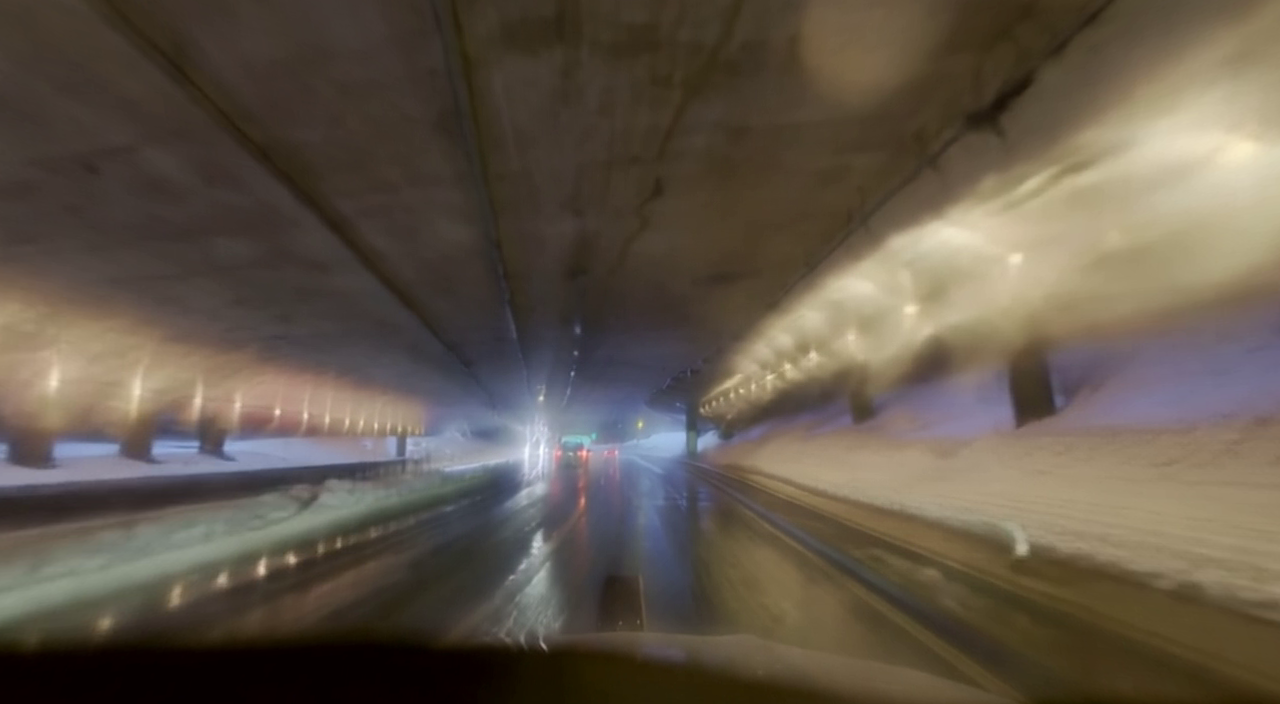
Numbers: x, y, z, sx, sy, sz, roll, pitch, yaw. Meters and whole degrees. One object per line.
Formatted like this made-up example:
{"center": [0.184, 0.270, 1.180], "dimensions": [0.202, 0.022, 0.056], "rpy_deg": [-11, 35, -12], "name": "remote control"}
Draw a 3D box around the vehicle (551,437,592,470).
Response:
{"center": [-3.810, 5.669, 35.588], "dimensions": [1.961, 1.725, 4.315], "rpy_deg": [0, -8, -2], "name": "vehicle"}
